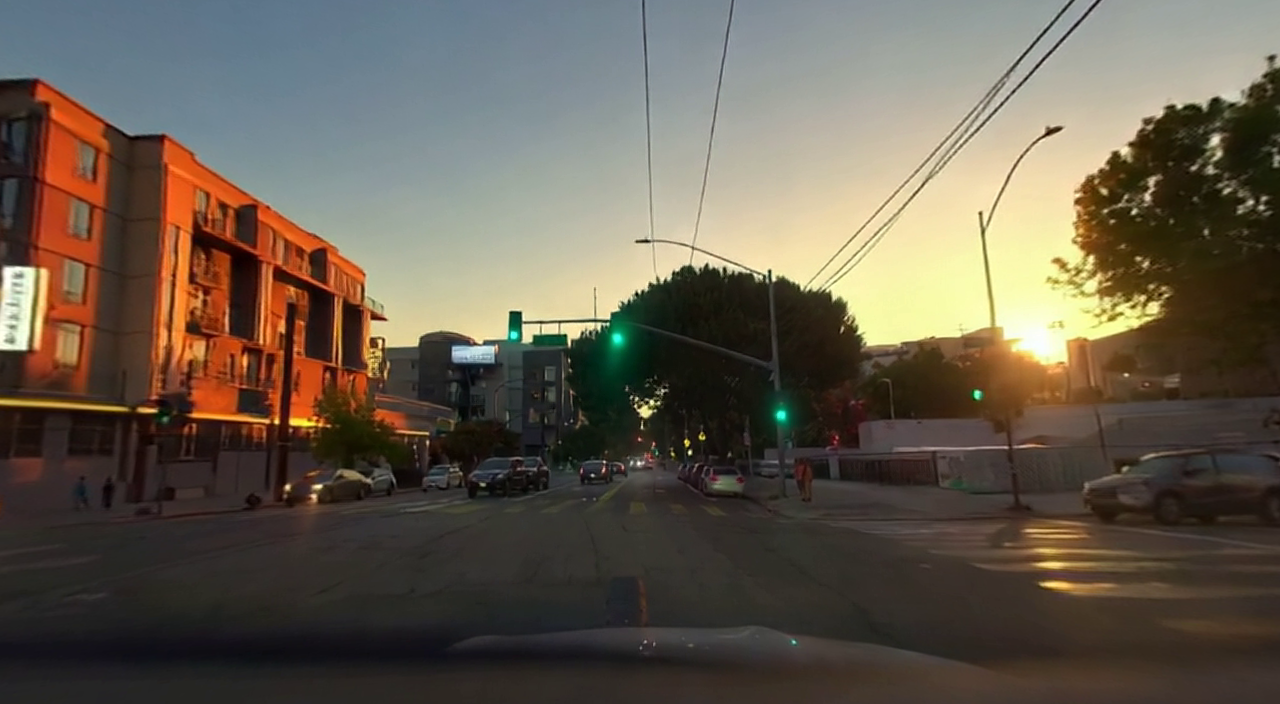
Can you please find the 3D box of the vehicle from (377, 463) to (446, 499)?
[{"bbox_3d":[-11.733,6.615,32.604,1.933,1.628,3.973,0,-8,2],"label":"vehicle"}]

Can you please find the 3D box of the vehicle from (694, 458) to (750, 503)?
[{"bbox_3d":[3.616,5.737,28.470,1.924,1.765,3.954,0,-8,-1],"label":"vehicle"}]

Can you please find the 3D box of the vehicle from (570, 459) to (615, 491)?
[{"bbox_3d":[-2.460,6.493,33.393,1.973,1.496,3.713,0,-8,2],"label":"vehicle"}]

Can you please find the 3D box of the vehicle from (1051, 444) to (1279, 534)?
[{"bbox_3d":[11.350,2.763,13.017,4.288,1.689,1.909,0,-9,2],"label":"vehicle"}]

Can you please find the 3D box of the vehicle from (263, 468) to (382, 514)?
[{"bbox_3d":[-12.158,5.324,24.544,1.934,1.434,4.636,-1,-8,4],"label":"vehicle"}]

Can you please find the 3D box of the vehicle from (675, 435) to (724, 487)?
[{"bbox_3d":[4.241,7.944,46.518,2.989,3.455,7.975,0,-8,1],"label":"vehicle"}]

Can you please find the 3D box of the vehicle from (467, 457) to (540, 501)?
[{"bbox_3d":[-5.594,5.250,26.392,1.942,1.559,4.298,0,-8,2],"label":"vehicle"}]
